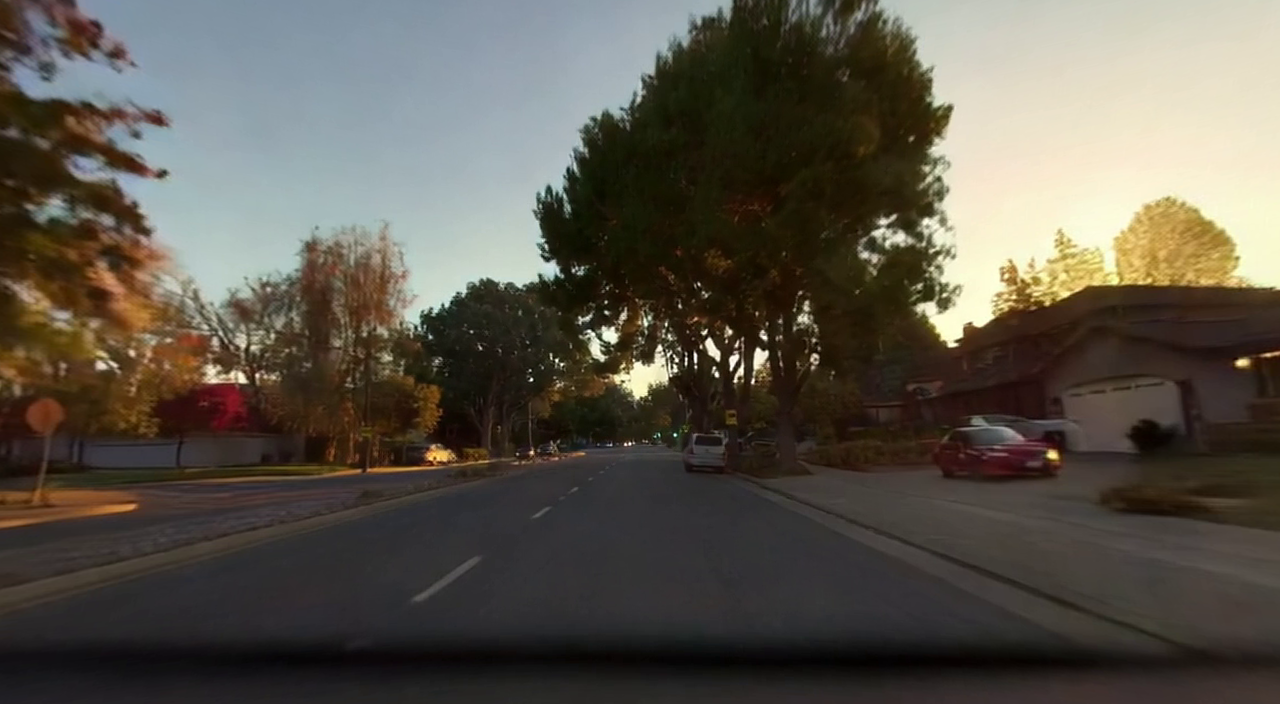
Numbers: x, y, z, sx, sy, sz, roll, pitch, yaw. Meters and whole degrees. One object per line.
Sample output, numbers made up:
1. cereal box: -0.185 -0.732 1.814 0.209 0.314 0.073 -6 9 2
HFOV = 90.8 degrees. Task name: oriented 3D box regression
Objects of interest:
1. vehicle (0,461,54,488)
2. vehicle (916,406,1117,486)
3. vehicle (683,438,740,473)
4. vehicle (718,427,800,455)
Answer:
1. vehicle: -41.152 7.915 40.857 4.463 1.651 1.947 0 -8 0
2. vehicle: 9.478 2.397 16.599 1.971 1.641 5.191 -4 -7 -1
3. vehicle: 3.313 4.910 30.186 2.037 1.518 4.904 0 -8 -1
4. vehicle: 9.105 6.872 48.711 5.933 2.038 2.382 1 -8 3
